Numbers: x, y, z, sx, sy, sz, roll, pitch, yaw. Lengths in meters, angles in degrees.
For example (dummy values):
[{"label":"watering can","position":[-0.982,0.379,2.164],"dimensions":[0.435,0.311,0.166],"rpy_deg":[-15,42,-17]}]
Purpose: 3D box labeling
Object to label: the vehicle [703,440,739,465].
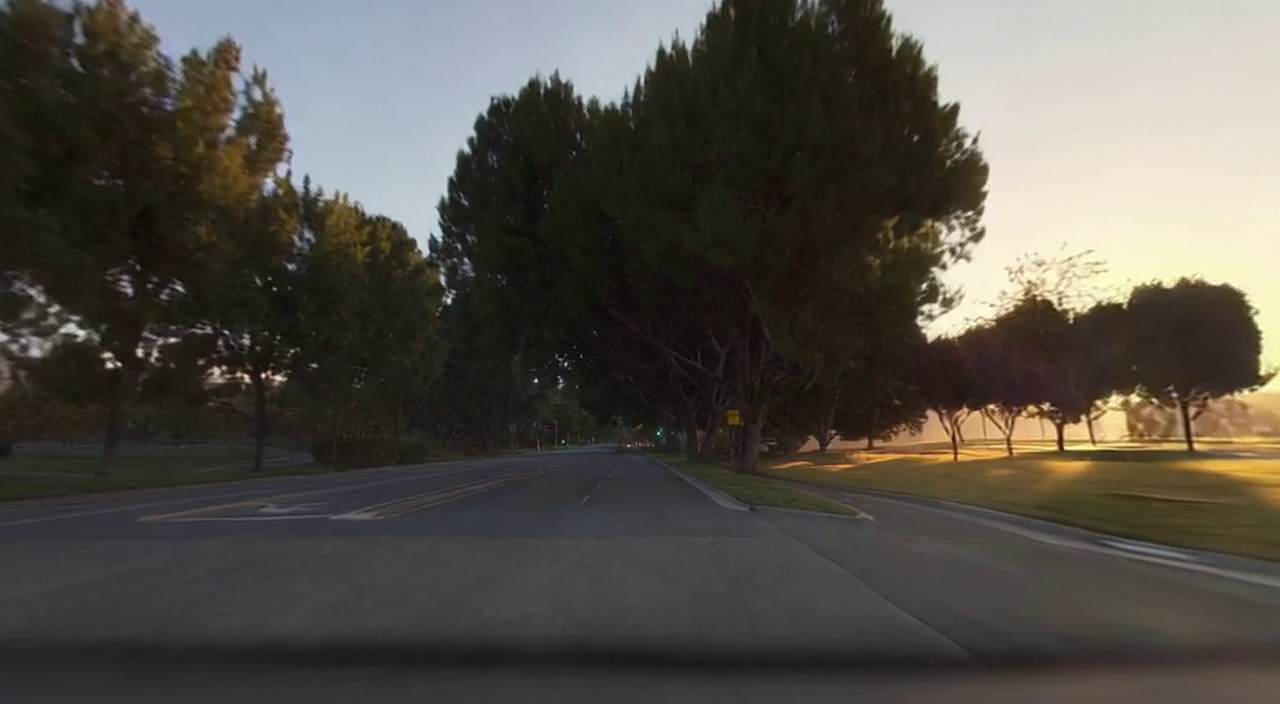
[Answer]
[{"label":"vehicle","position":[5.853,7.346,46.166],"dimensions":[2.057,1.688,4.596],"rpy_deg":[0,-8,0]}]
